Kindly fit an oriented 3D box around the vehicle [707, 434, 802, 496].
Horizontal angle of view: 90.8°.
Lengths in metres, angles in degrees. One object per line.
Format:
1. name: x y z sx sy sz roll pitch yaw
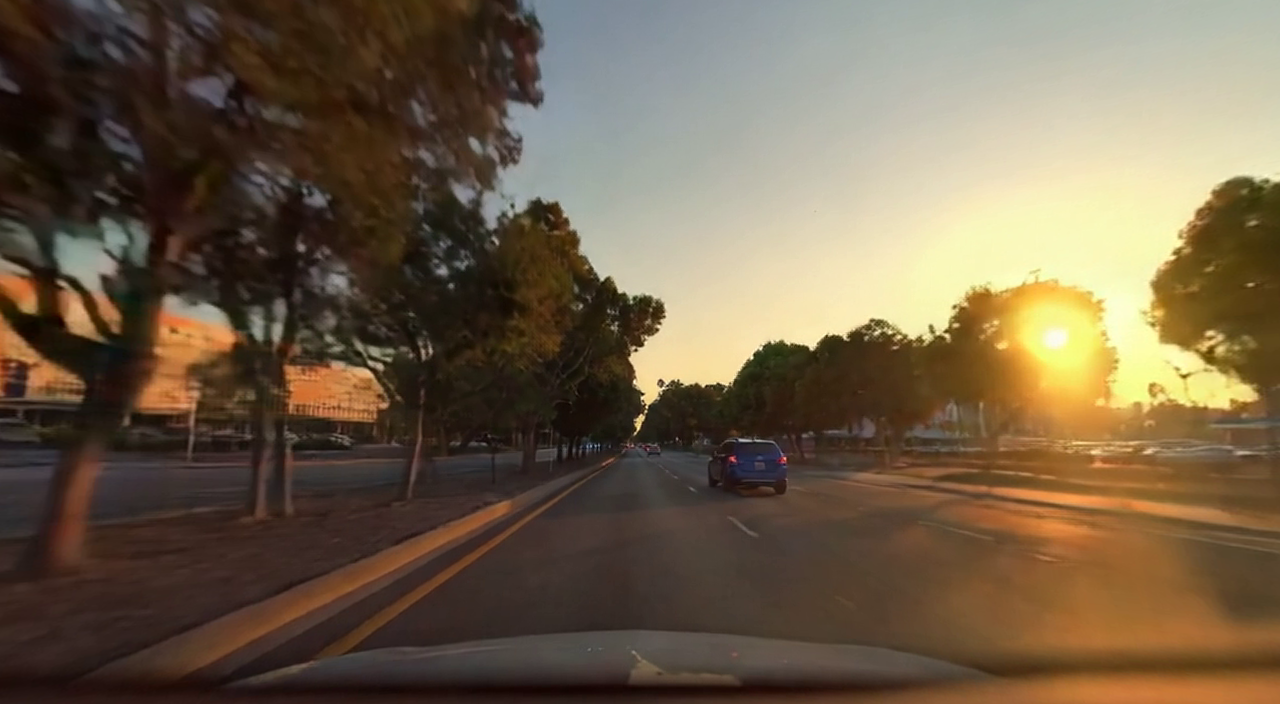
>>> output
1. vehicle: 3.417 3.462 19.755 2.072 1.696 4.177 1 -9 -2
